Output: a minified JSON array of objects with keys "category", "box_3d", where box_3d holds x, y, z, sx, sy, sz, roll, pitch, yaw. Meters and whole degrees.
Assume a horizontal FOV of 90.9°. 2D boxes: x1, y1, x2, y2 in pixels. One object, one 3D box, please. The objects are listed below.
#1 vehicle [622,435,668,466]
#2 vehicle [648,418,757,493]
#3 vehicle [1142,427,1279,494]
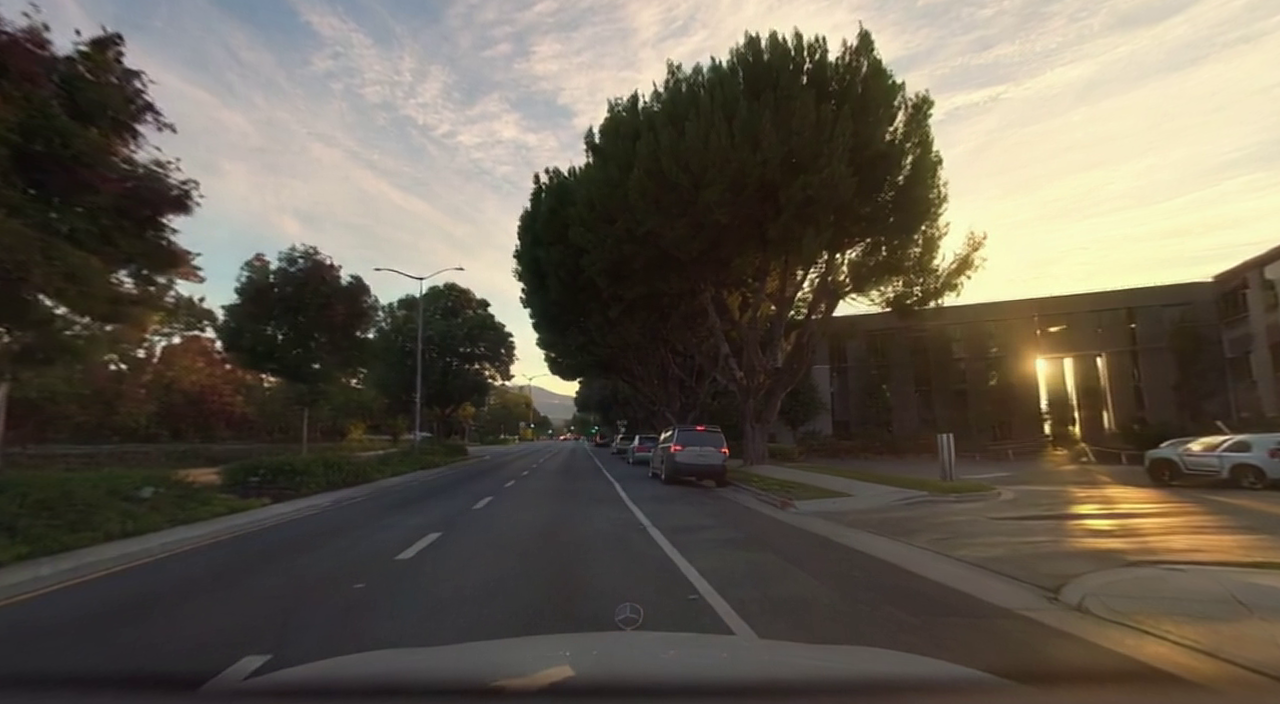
[{"category":"vehicle","box_3d":[0.212,5.250,33.774,1.832,1.538,4.208,1,-8,-8]},{"category":"vehicle","box_3d":[1.646,2.986,18.531,2.226,1.889,4.543,1,-8,-7]},{"category":"vehicle","box_3d":[17.628,3.126,18.216,2.068,1.759,4.747,3,-9,-6]}]
